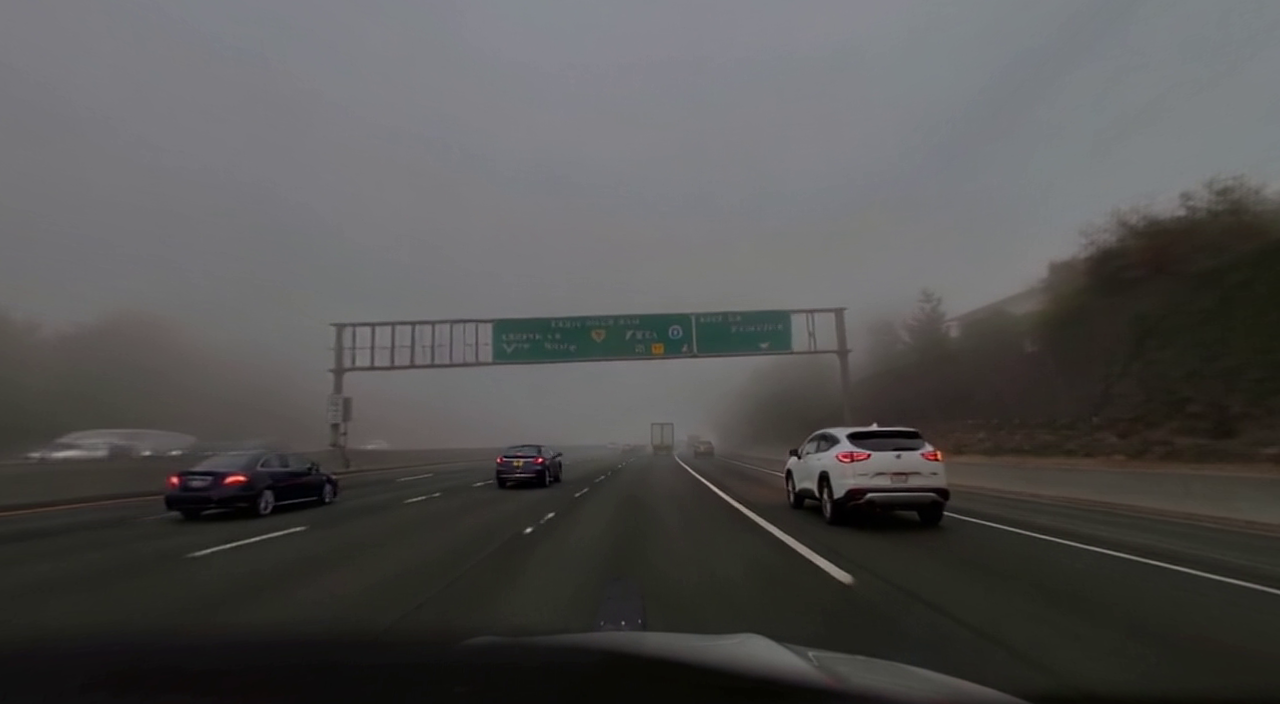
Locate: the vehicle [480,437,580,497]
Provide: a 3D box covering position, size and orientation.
[{"bbox_3d":[-2.954,3.191,17.819,1.947,1.479,4.114,-1,-8,2],"label":"vehicle"}]

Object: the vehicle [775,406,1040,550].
[{"bbox_3d":[3.733,1.867,9.965,2.108,1.709,4.703,0,-9,0],"label":"vehicle"}]

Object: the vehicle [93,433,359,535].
[{"bbox_3d":[-7.041,2.258,11.354,1.909,1.482,4.140,0,-8,1],"label":"vehicle"}]
